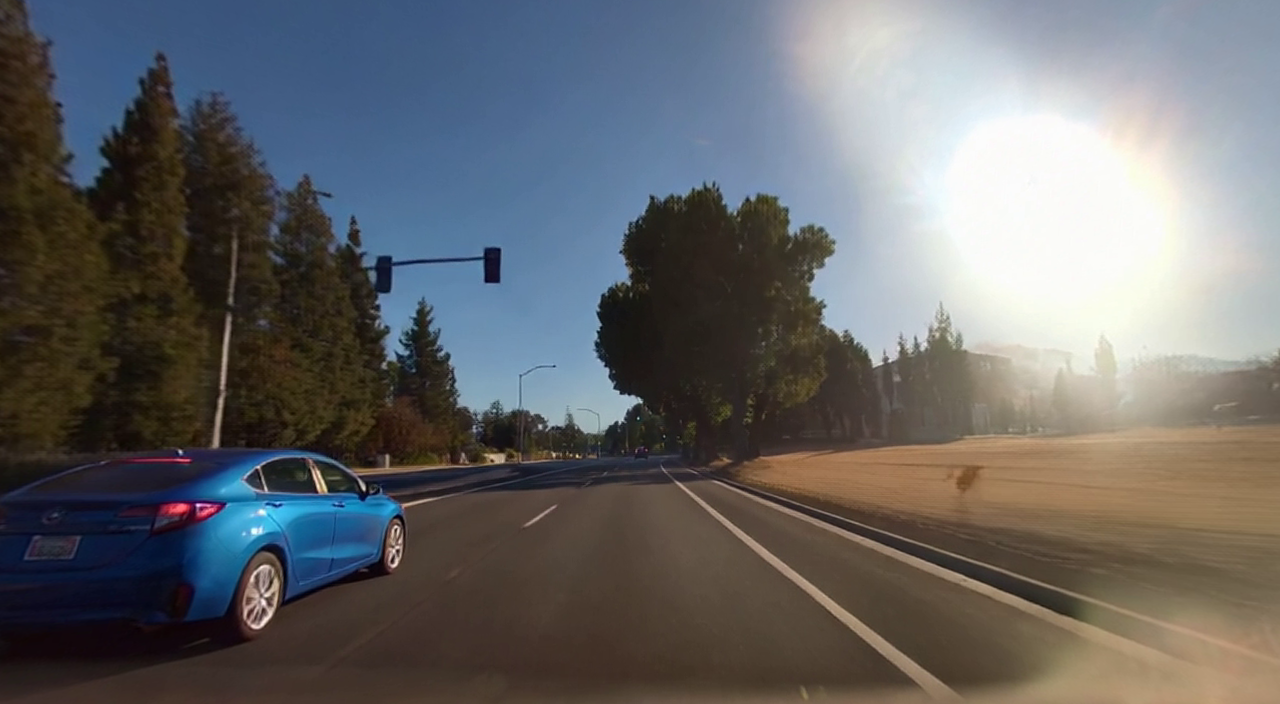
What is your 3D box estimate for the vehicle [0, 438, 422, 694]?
[{"bbox_3d":[-3.716,1.544,5.754,1.946,1.437,4.154,0,-9,0],"label":"vehicle"}]
